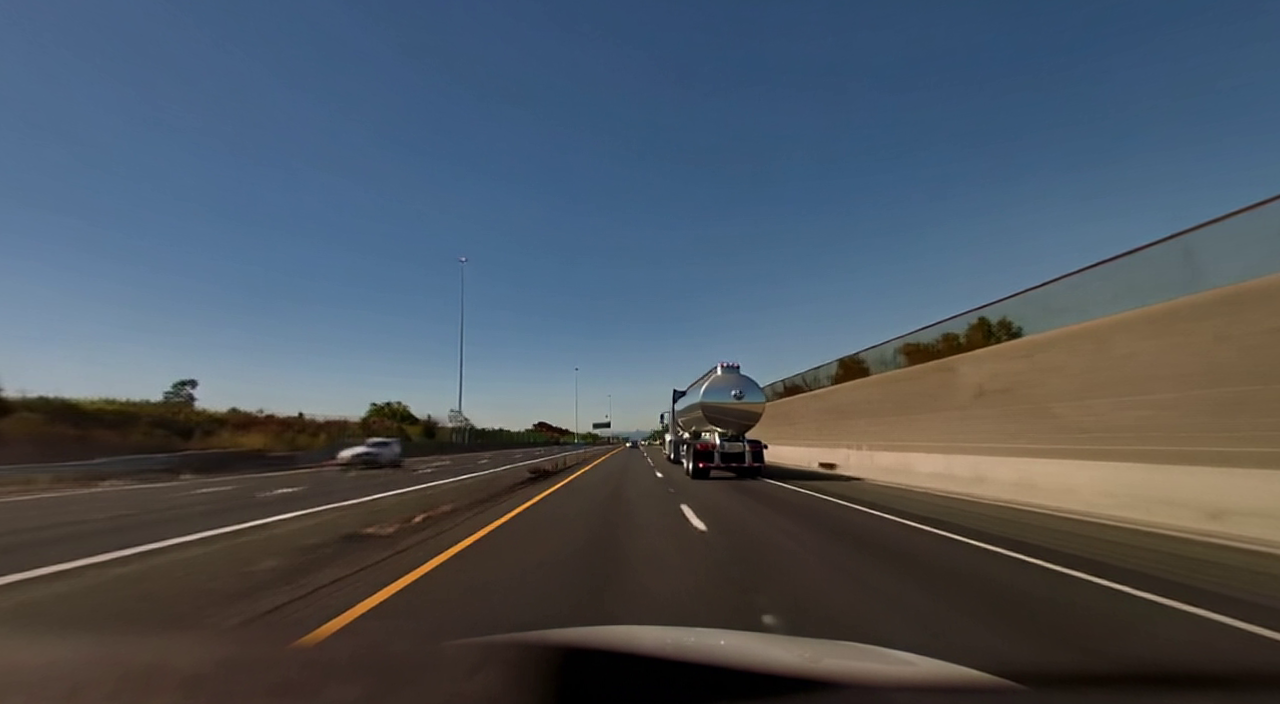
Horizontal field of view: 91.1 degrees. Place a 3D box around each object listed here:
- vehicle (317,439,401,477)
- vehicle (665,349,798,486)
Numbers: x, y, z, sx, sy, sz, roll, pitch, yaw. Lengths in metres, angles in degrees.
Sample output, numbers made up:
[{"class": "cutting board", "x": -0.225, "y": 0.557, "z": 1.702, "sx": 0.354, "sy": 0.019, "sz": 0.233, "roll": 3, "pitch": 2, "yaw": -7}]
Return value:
[{"class": "vehicle", "x": -12.093, "y": 4.550, "z": 27.350, "sx": 1.847, "sy": 1.529, "sz": 3.821, "roll": 0, "pitch": -8, "yaw": 0}, {"class": "vehicle", "x": 2.708, "y": 2.556, "z": 22.916, "sx": 2.946, "sy": 3.745, "sz": 11.516, "roll": 0, "pitch": -8, "yaw": -1}]
